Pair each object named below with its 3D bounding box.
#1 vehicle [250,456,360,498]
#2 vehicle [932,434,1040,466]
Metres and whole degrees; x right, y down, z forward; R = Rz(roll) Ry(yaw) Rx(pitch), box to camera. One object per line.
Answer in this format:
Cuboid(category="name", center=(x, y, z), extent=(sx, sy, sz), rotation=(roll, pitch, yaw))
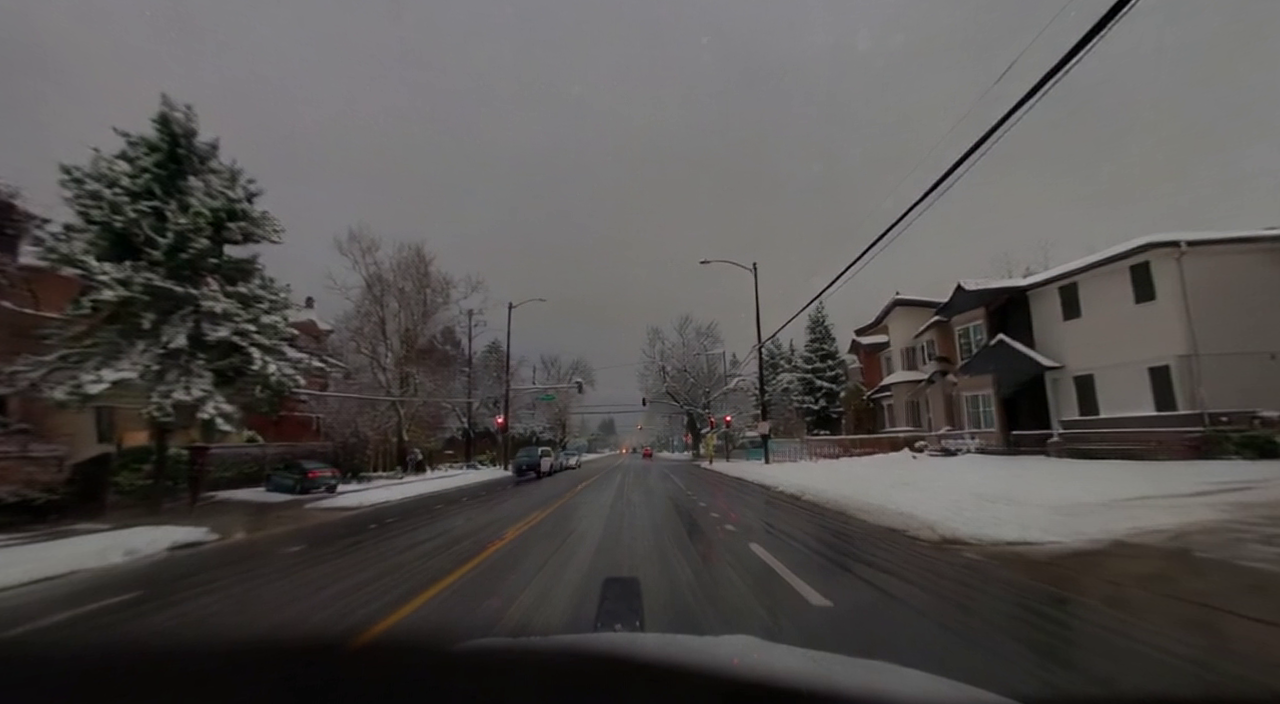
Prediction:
Cuboid(category="vehicle", center=(-12.794, 4.769, 24.492), extent=(1.934, 1.389, 4.364), rotation=(0, -9, -1))
Cuboid(category="vehicle", center=(17.253, 4.934, 31.618), extent=(4.161, 1.442, 2.023), rotation=(-1, -10, 0))
